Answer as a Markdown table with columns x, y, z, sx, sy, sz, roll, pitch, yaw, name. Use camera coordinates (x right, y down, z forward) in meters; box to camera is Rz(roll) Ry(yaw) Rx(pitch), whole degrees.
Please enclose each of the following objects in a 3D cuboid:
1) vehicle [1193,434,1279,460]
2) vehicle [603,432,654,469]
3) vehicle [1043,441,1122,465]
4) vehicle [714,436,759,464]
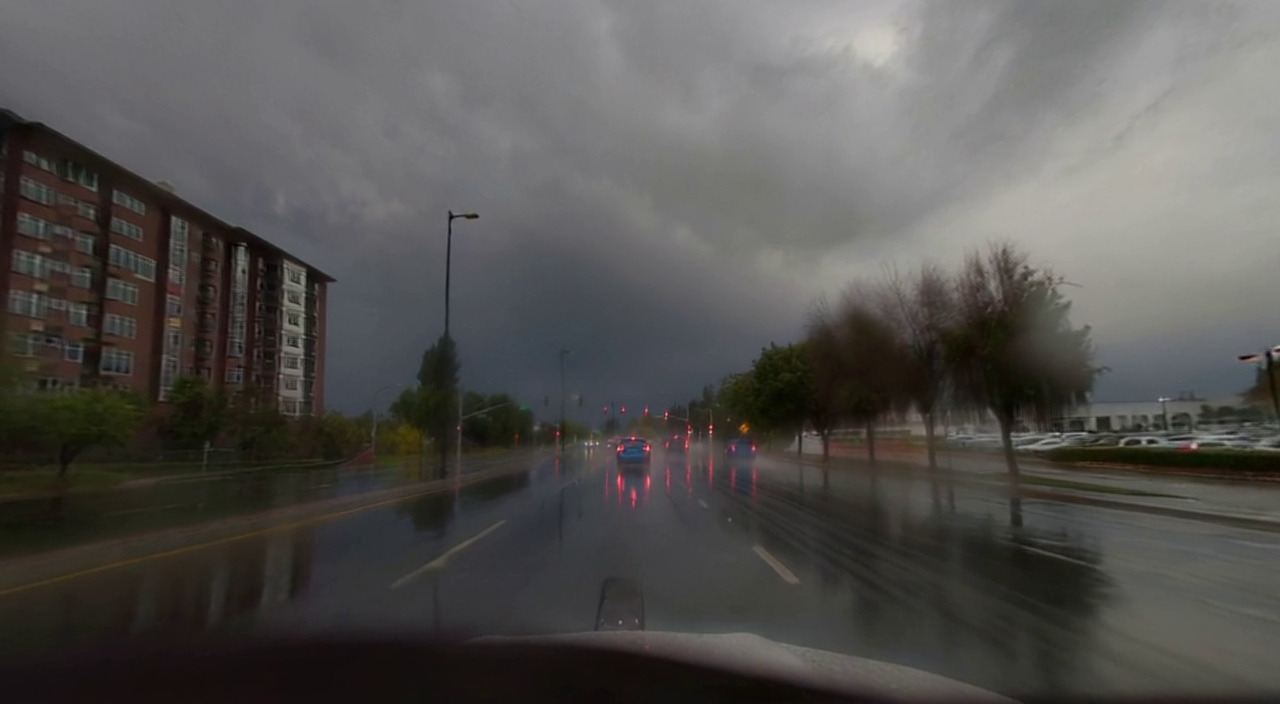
| x | y | z | sx | sy | sz | roll | pitch | yaw | name |
| --- | --- | --- | --- | --- | --- | --- | --- | --- | --- |
| 43.741 | 6.857 | 45.521 | 1.967 | 1.788 | 5.041 | 5 | -10 | -30 | vehicle |
| -0.607 | 5.631 | 36.080 | 2.682 | 1.908 | 5.706 | 0 | -9 | 0 | vehicle |
| 33.033 | 7.536 | 47.122 | 1.912 | 1.702 | 4.303 | 5 | -10 | -28 | vehicle |
| 6.532 | 6.715 | 43.100 | 2.136 | 1.799 | 4.796 | 1 | -9 | -2 | vehicle |
